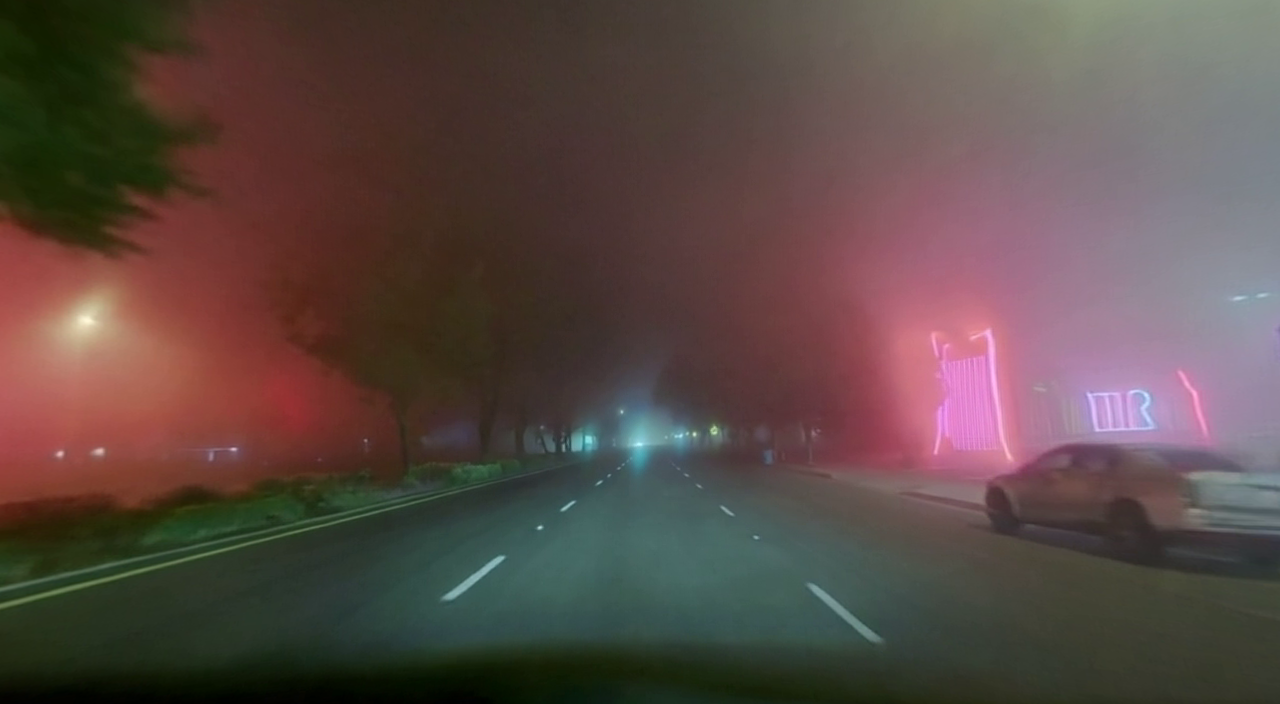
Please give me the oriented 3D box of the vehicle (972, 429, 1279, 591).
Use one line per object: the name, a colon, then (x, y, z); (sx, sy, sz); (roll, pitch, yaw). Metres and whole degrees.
vehicle: (6.582, 1.830, 8.296); (1.923, 1.498, 4.676); (1, -8, 1)
